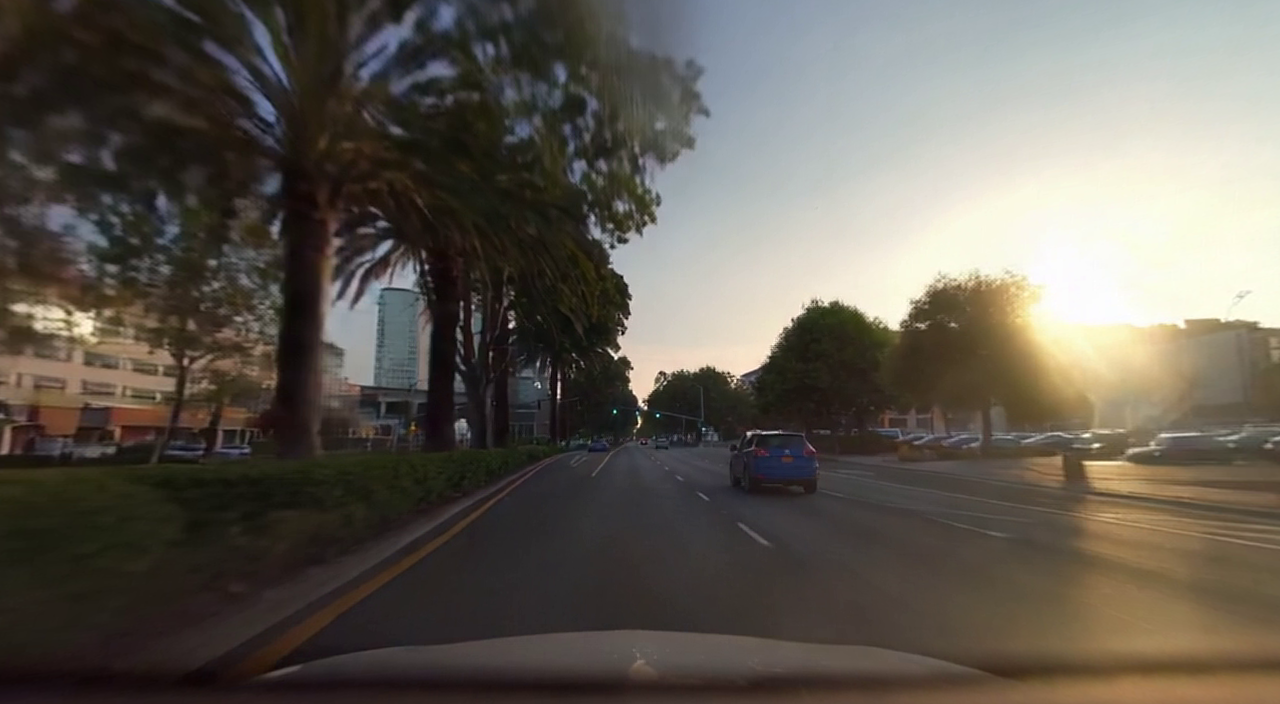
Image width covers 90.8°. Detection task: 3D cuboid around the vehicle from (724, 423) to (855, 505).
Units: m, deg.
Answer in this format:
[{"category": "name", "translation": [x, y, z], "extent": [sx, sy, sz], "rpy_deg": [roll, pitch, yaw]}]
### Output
[{"category": "vehicle", "translation": [3.424, 2.661, 15.412], "extent": [2.072, 1.696, 4.177], "rpy_deg": [0, -8, -1]}]

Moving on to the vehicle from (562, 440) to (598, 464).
[{"category": "vehicle", "translation": [-3.866, 6.497, 41.267], "extent": [2.019, 1.483, 4.409], "rpy_deg": [0, -8, -1]}]
